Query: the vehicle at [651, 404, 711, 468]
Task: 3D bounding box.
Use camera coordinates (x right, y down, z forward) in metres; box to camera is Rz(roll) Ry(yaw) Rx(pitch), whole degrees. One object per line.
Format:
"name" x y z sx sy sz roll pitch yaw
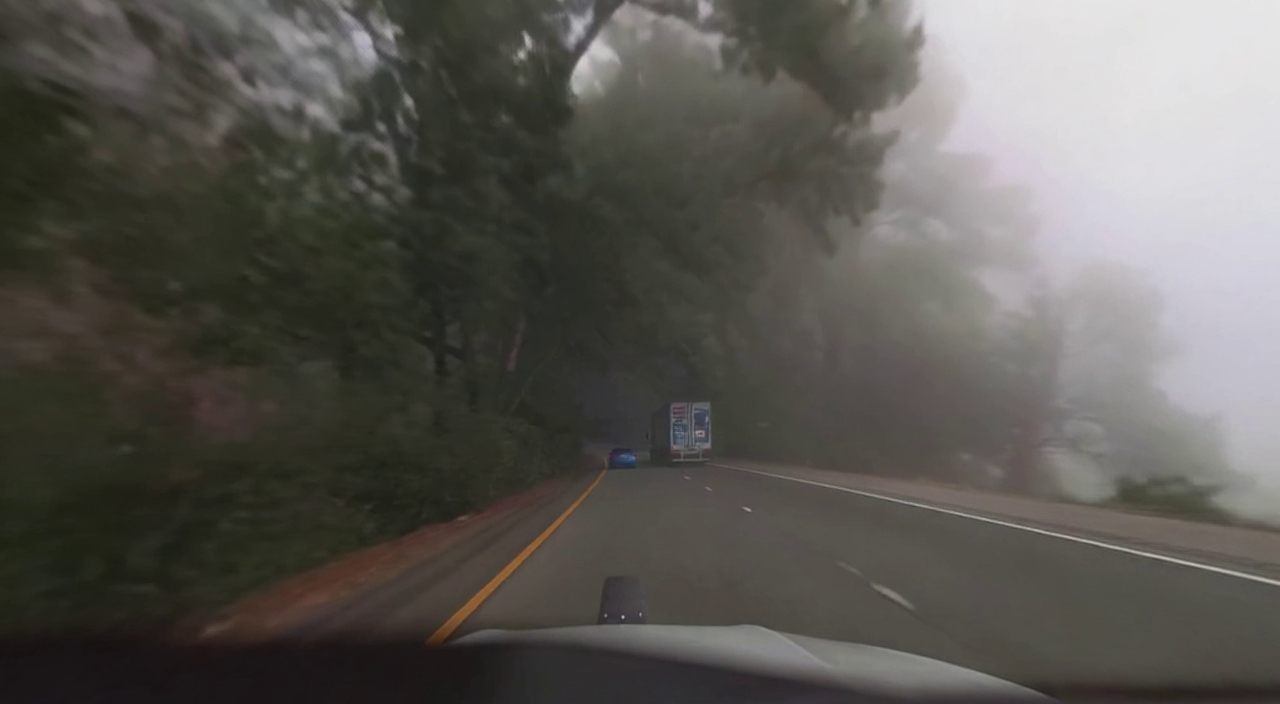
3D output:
"vehicle" 2.719 6.360 46.772 2.951 4.012 14.203 0 -9 -2

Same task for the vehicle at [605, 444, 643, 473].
"vehicle" -0.867 5.663 33.631 1.913 1.460 3.610 0 -9 -2
